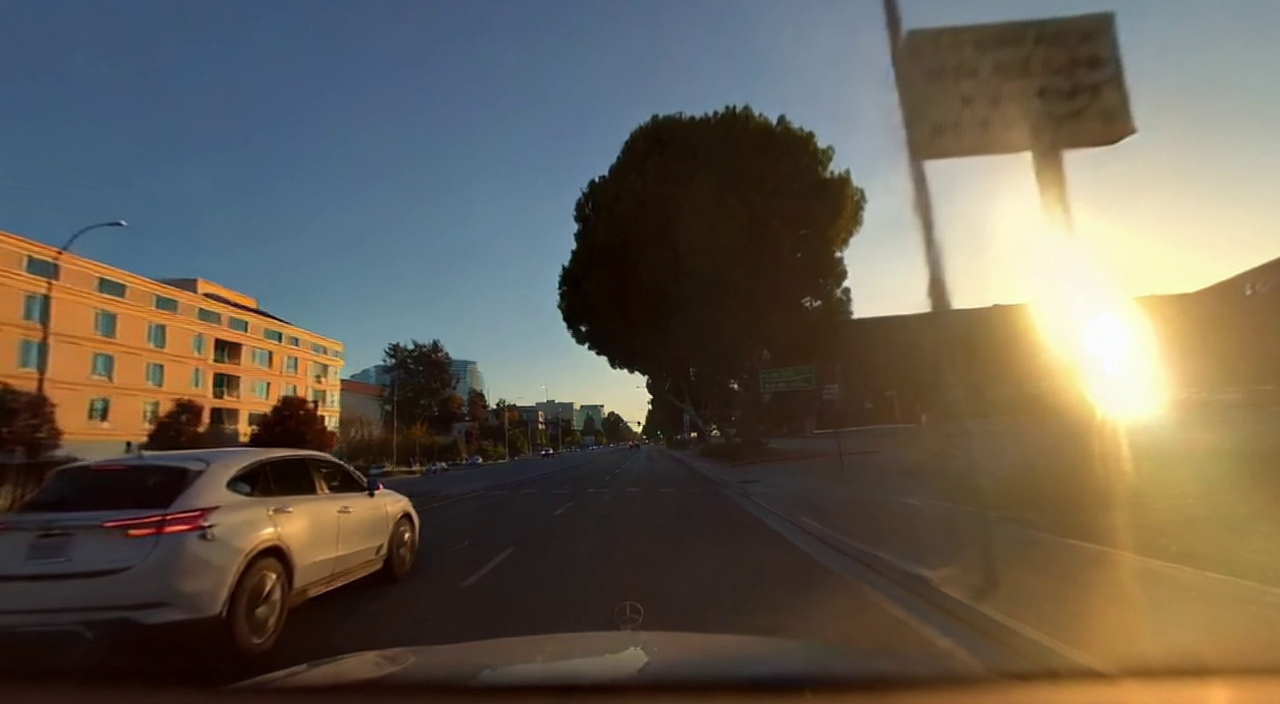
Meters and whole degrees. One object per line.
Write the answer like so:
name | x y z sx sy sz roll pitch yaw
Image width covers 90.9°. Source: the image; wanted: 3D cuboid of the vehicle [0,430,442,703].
vehicle | -3.474 1.470 5.389 1.972 1.490 4.591 0 -8 1
